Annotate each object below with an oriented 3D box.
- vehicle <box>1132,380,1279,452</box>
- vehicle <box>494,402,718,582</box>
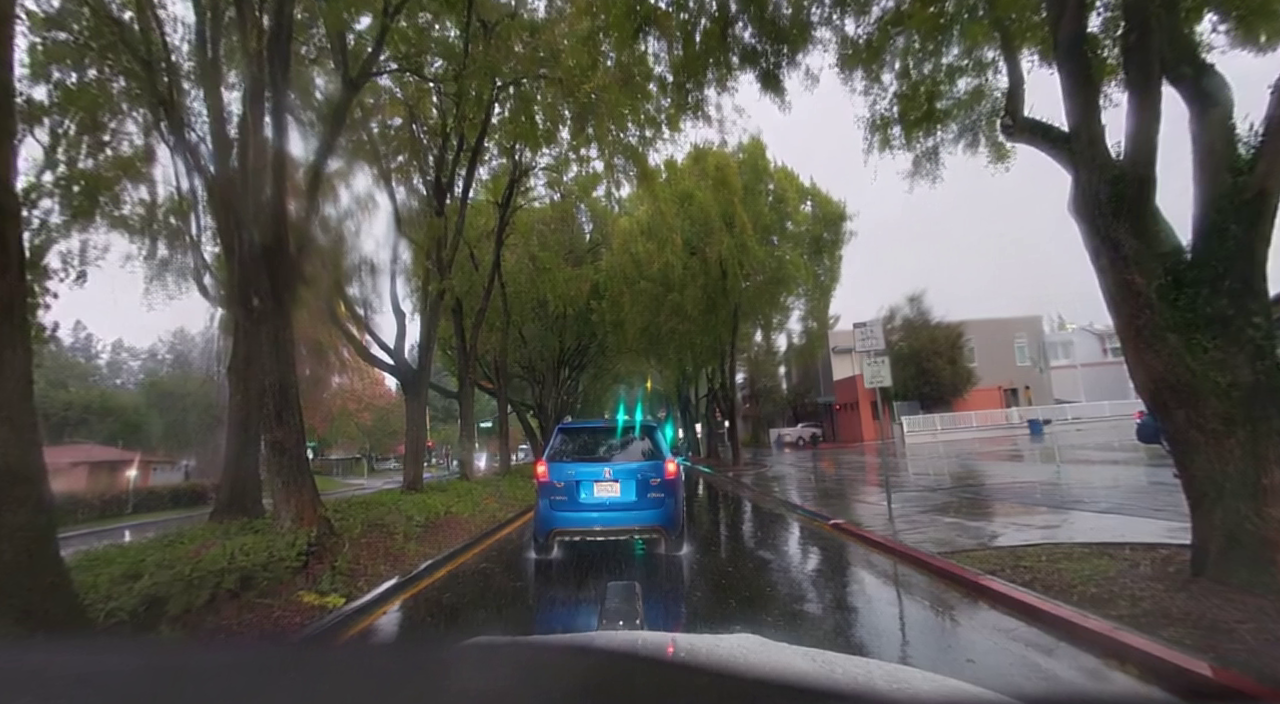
[{"bbox_3d":[13.810,1.443,13.906,4.270,1.486,2.042,-5,-10,27],"label":"vehicle"},{"bbox_3d":[-0.277,1.629,8.049,2.136,1.703,3.910,-1,-8,2],"label":"vehicle"}]
